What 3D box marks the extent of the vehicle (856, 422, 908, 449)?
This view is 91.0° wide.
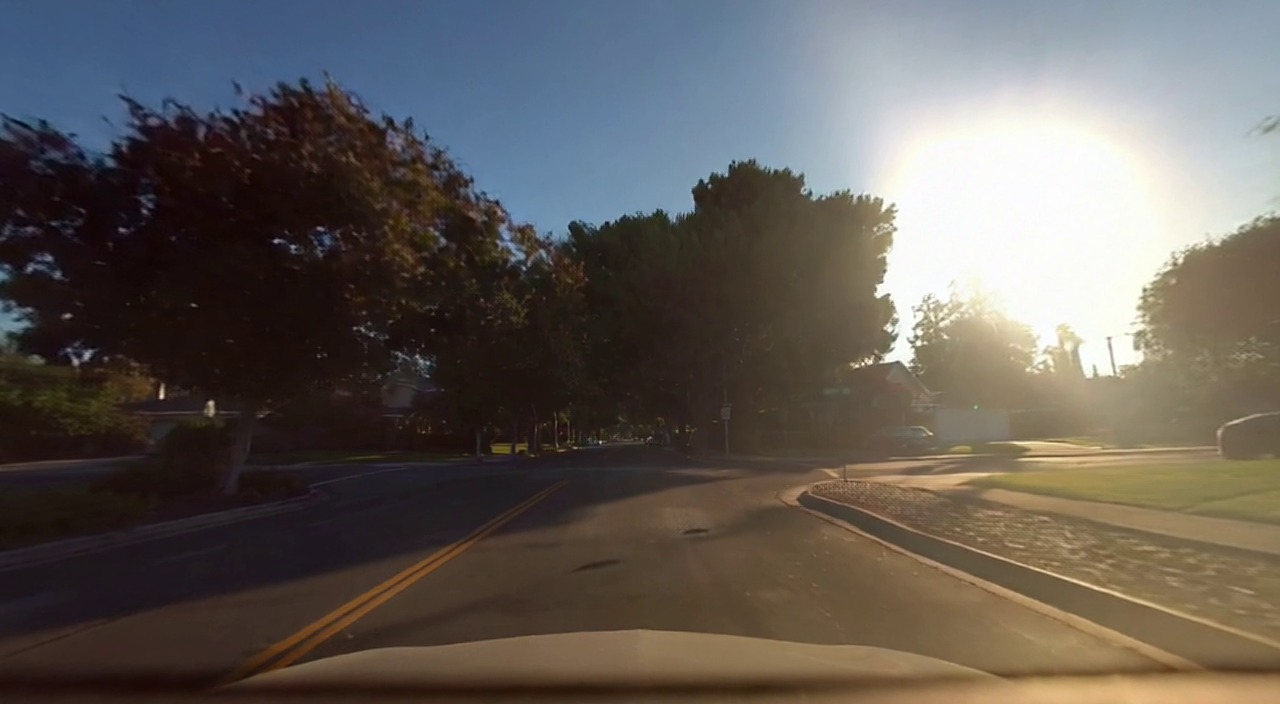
[{"bbox_3d":[16.171,5.641,42.323,1.829,1.667,4.437,-1,-8,2],"label":"vehicle"}]

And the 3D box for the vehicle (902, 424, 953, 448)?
[{"bbox_3d":[18.965,5.582,41.737,1.803,1.504,4.324,-1,-8,8],"label":"vehicle"}]
